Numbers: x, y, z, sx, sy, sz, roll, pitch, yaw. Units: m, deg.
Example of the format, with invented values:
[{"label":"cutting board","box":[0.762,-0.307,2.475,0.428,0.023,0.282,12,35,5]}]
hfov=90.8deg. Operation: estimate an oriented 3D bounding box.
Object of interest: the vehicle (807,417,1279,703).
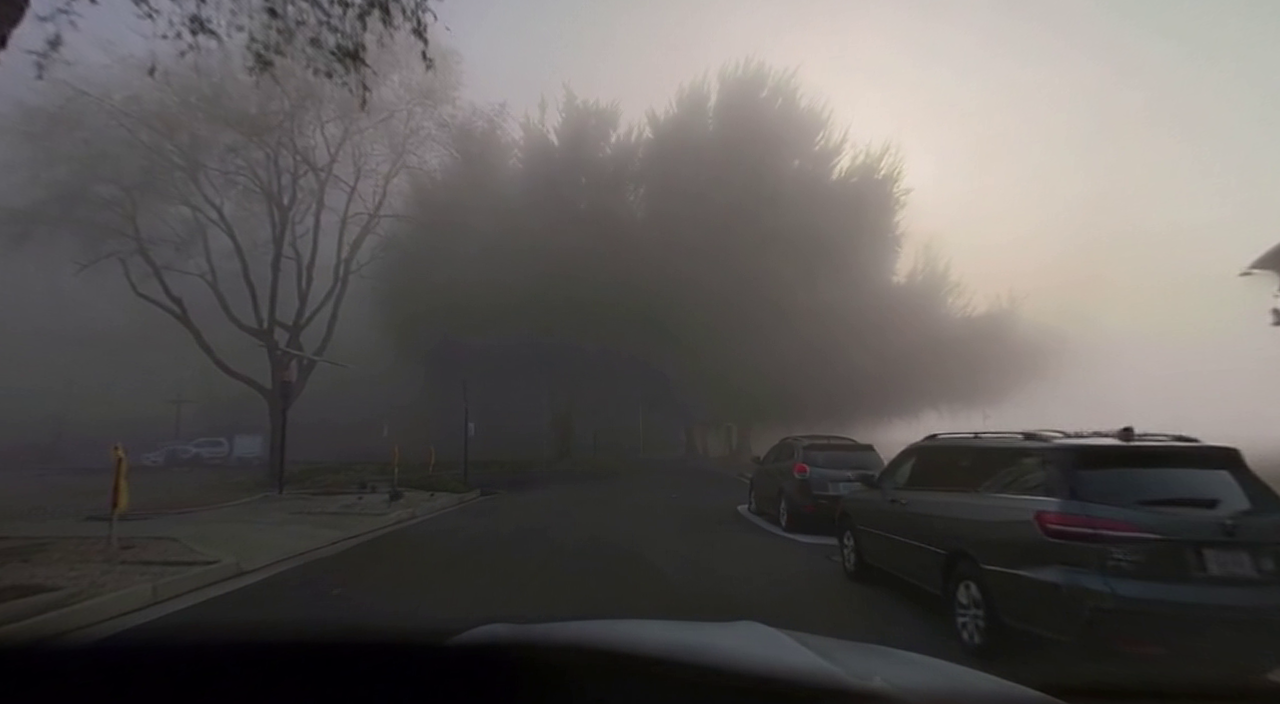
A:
[{"label":"vehicle","box":[3.078,1.437,5.386,2.064,1.532,4.596,0,-9,0]}]
